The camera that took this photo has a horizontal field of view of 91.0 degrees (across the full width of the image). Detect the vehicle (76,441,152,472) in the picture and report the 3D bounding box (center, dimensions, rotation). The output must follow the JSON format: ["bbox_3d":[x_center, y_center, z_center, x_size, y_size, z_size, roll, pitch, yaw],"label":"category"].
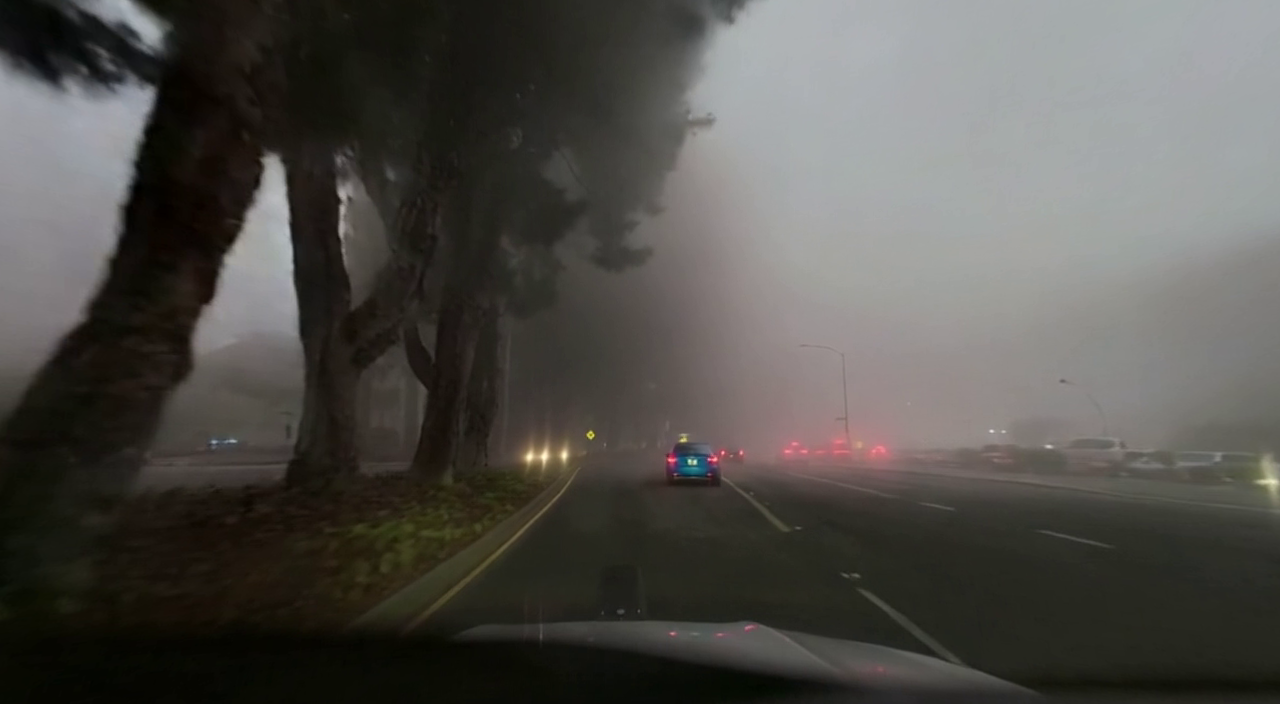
[{"bbox_3d":[-37.495,7.469,45.057,2.208,2.008,5.391,2,-9,-18],"label":"vehicle"}]

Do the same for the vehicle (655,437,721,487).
[{"bbox_3d":[1.648,3.934,22.789,2.145,1.603,4.369,0,-9,2],"label":"vehicle"}]

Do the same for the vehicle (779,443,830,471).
[{"bbox_3d":[9.474,6.047,36.536,1.928,1.488,4.361,0,-9,2],"label":"vehicle"}]

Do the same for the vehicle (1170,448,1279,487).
[{"bbox_3d":[23.541,4.433,24.442,1.658,1.363,4.223,2,-9,-15],"label":"vehicle"}]

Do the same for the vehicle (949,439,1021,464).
[{"bbox_3d":[26.730,7.676,48.784,4.719,1.851,1.920,2,-9,-15],"label":"vehicle"}]

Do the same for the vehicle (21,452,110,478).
[{"bbox_3d":[-35.950,7.045,39.550,1.880,1.535,4.620,2,-9,-11],"label":"vehicle"}]

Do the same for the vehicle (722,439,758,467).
[{"bbox_3d":[6.828,6.912,43.348,1.976,1.796,4.159,0,-9,3],"label":"vehicle"}]
